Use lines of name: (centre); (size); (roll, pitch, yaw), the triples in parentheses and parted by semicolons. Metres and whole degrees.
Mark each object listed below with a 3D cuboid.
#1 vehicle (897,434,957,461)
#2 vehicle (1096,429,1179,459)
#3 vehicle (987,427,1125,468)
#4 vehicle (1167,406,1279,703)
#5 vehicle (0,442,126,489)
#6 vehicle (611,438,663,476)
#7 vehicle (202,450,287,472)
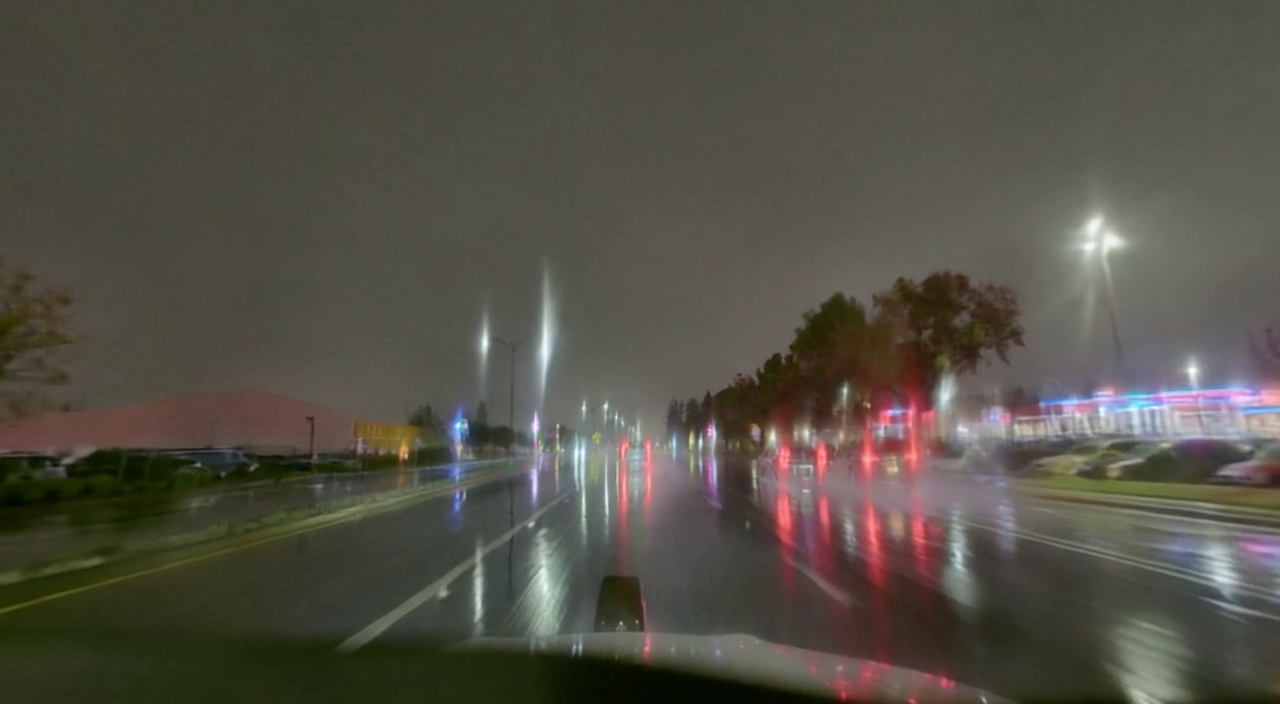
vehicle: (19.034, 6.341, 41.953); (1.894, 1.706, 4.583); (0, -8, 1)
vehicle: (32.523, 6.041, 41.336); (1.933, 1.830, 4.282); (0, -8, 1)
vehicle: (17.095, 3.939, 26.014); (4.224, 1.614, 2.028); (0, -8, -1)
vehicle: (3.753, 0.680, 0.750); (2.153, 1.456, 4.705); (0, -8, 0)
vehicle: (-26.918, 5.254, 29.275); (4.087, 1.755, 2.304); (-5, -9, 1)
vehicle: (-0.147, 4.378, 26.411); (1.998, 1.452, 3.773); (0, -8, -1)
vehicle: (-27.605, 7.588, 44.024); (4.644, 1.437, 1.827); (0, -8, -2)
